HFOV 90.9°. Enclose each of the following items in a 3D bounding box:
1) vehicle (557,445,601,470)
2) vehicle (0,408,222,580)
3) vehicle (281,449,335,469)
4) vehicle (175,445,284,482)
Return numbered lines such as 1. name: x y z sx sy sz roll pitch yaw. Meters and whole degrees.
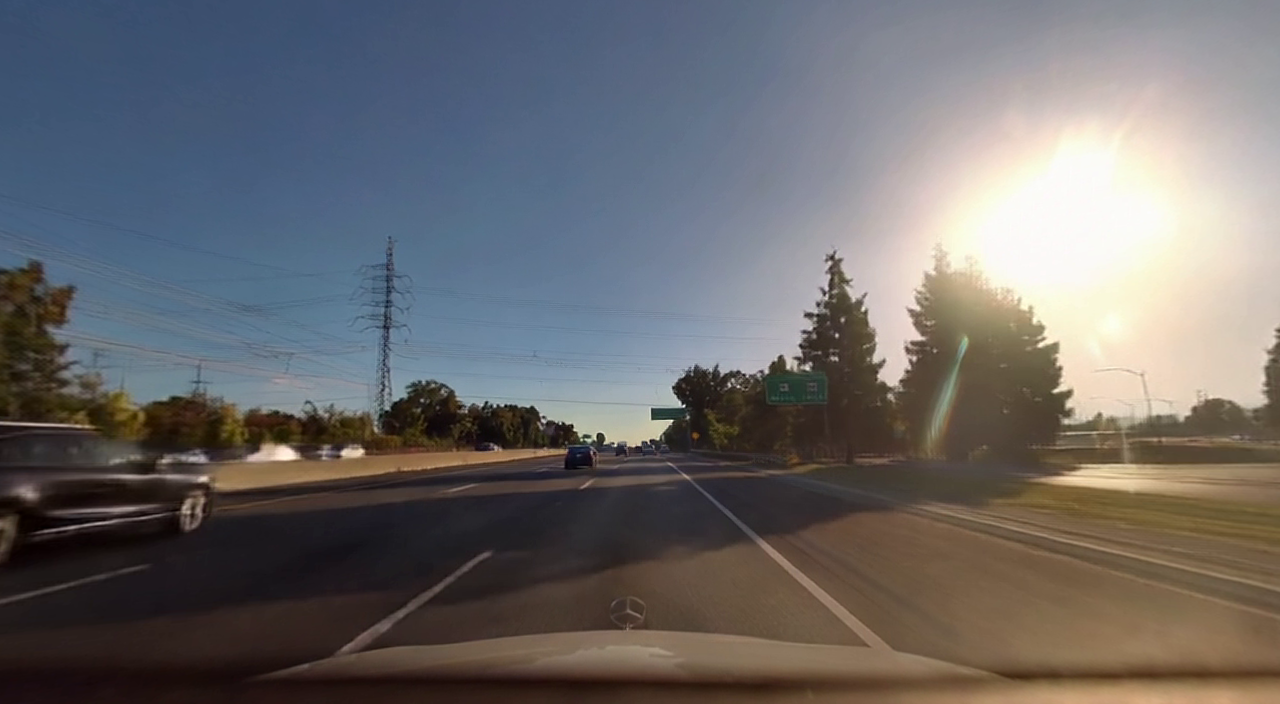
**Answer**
1. vehicle: -3.514 6.213 37.245 2.048 1.368 4.613 0 -9 1
2. vehicle: -7.437 1.536 7.074 2.118 1.696 4.836 0 -9 0
3. vehicle: -25.417 8.178 48.378 1.792 1.488 4.294 0 -9 0
4. vehicle: -17.941 4.868 27.814 1.799 1.462 4.378 0 -9 1
